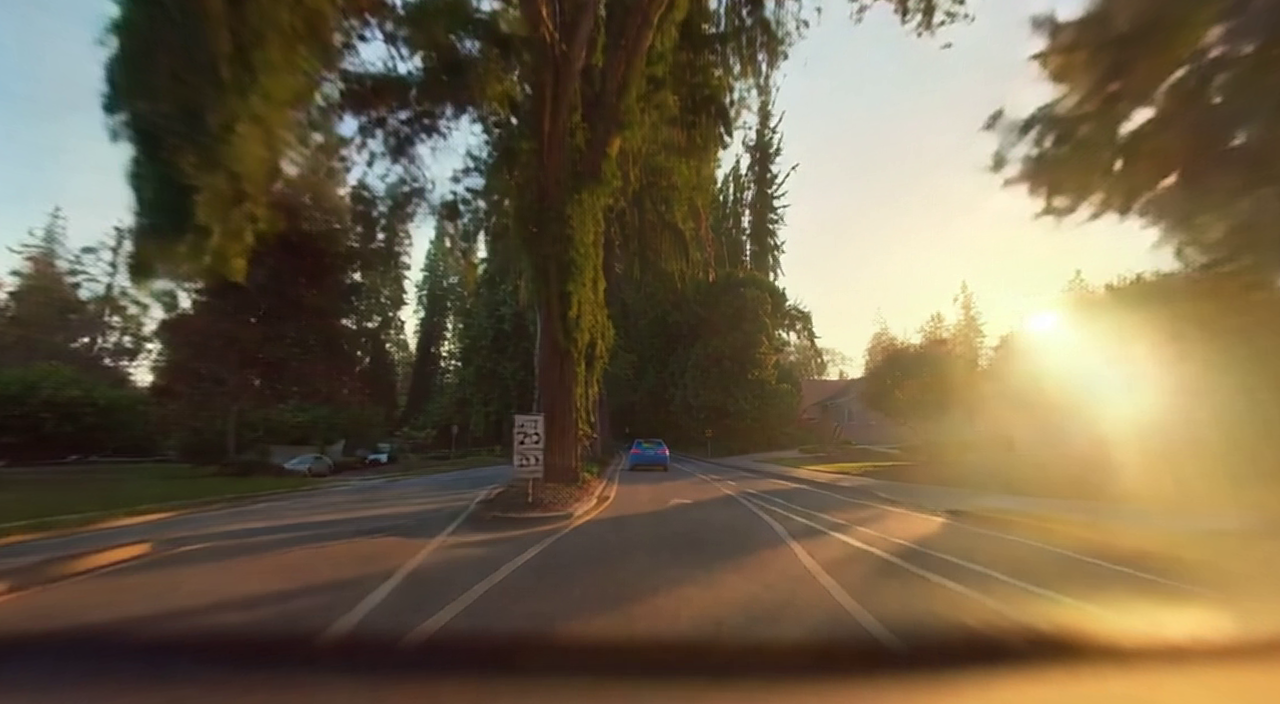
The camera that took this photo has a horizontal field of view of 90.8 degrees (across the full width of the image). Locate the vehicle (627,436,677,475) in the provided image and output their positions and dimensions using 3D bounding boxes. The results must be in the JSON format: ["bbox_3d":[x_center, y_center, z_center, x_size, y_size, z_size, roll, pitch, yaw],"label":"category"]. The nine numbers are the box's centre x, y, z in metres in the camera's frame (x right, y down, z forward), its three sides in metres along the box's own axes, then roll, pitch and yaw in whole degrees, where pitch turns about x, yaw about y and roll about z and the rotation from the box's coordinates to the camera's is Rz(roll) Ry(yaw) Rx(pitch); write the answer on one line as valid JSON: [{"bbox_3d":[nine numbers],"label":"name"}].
[{"bbox_3d":[0.490,4.930,30.269,2.216,1.708,4.110,0,-9,-1],"label":"vehicle"}]

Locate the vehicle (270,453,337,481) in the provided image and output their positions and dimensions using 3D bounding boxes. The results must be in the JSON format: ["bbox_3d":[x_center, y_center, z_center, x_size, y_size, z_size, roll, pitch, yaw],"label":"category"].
[{"bbox_3d":[-19.661,6.725,37.138,1.792,1.471,4.511,2,-9,-6],"label":"vehicle"}]
